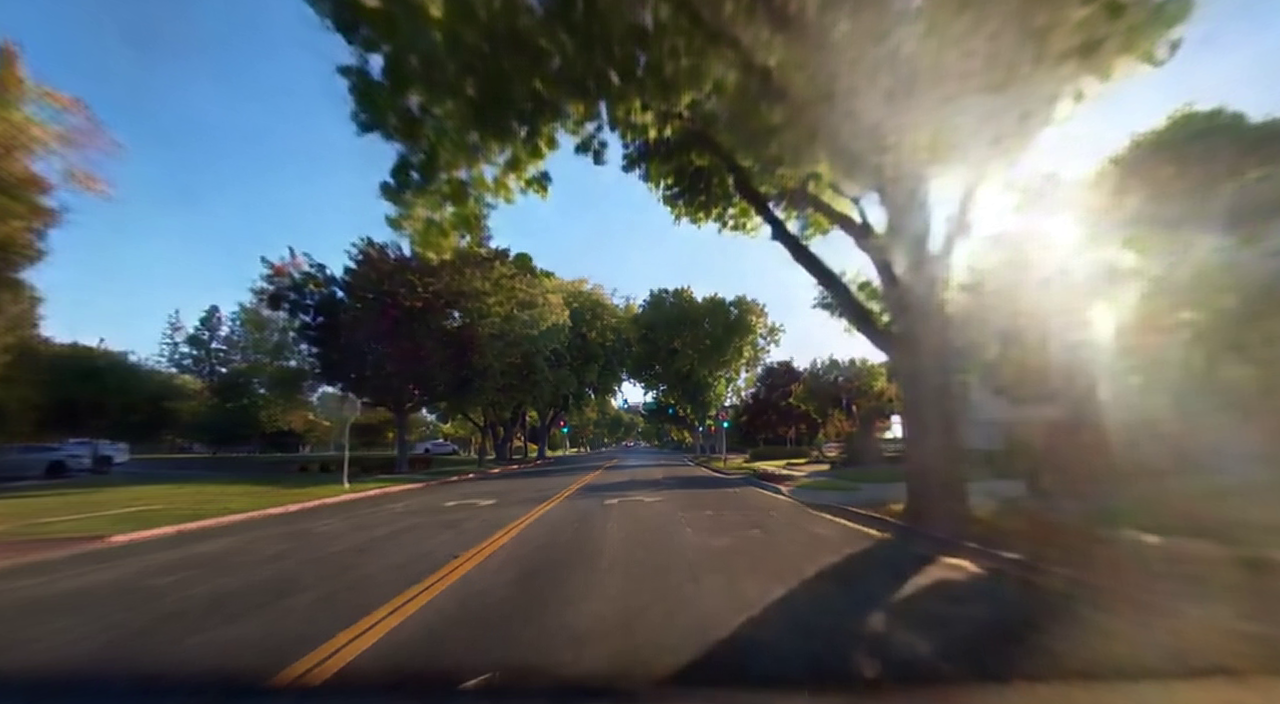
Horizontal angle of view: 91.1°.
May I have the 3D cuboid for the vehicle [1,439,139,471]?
[{"bbox_3d":[-26.678,4.809,29.487,4.577,1.417,2.014,-1,-8,2],"label":"vehicle"}]
